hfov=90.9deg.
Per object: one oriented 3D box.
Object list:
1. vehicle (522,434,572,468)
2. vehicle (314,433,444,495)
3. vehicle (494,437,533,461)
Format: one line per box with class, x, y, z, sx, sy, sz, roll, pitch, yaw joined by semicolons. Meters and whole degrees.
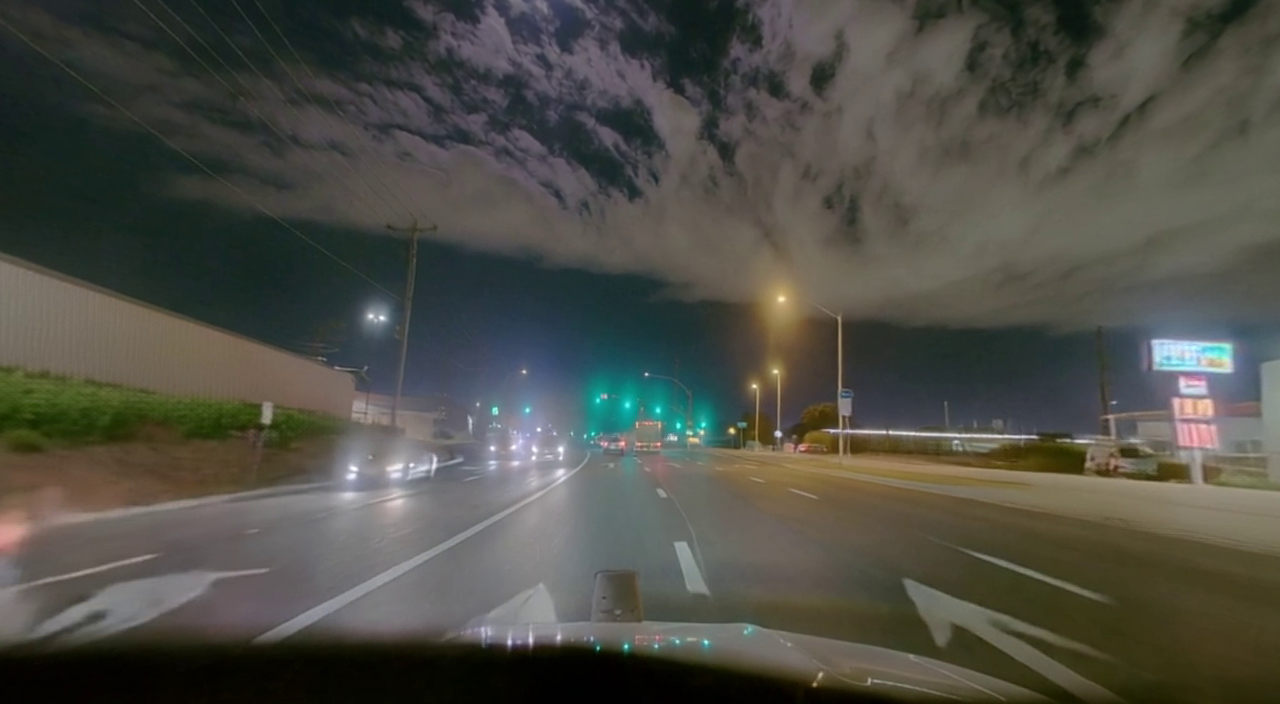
vehicle;-4.534;4.869;31.138;2.003;1.562;3.862;0;-8;-2
vehicle;-7.050;3.034;17.518;1.922;1.489;3.939;0;-8;0
vehicle;-8.186;6.307;41.139;1.847;1.501;3.942;0;-8;-2
